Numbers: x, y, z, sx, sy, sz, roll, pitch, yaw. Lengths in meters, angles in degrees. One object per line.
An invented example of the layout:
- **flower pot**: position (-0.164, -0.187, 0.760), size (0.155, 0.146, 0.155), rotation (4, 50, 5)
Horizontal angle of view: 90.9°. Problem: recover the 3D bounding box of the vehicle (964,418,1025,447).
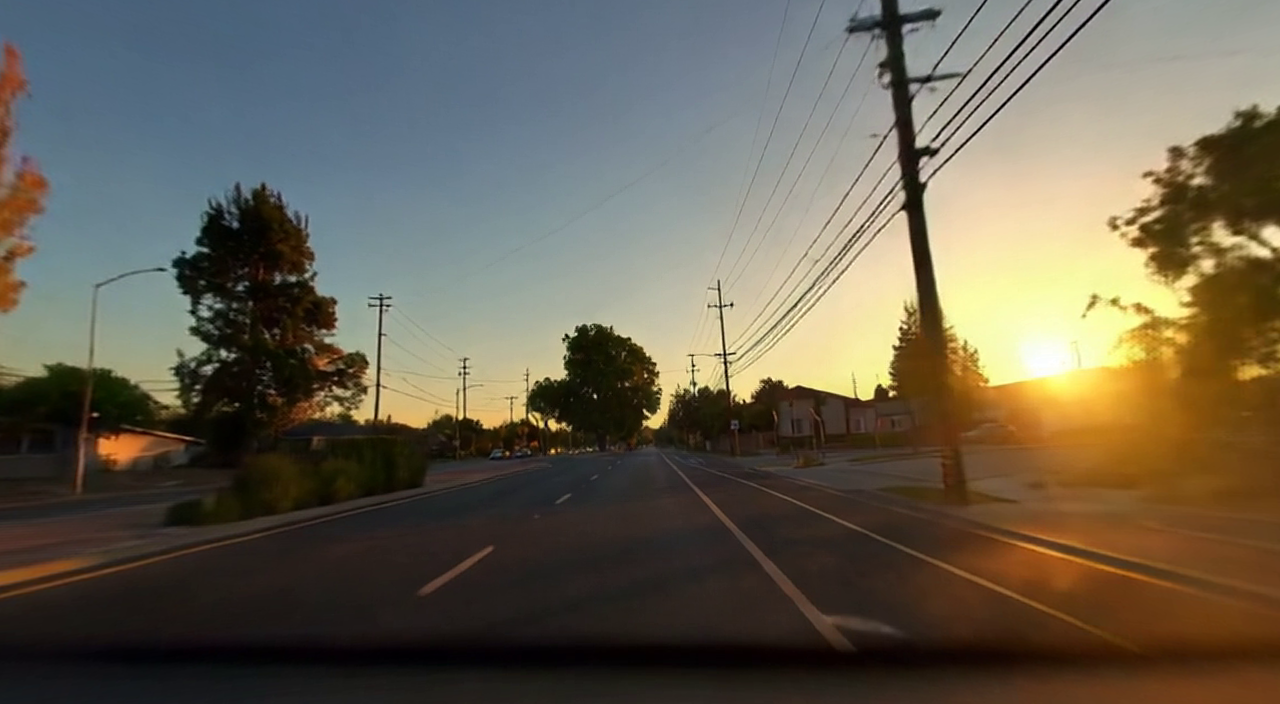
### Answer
- **vehicle**: position (26.663, 6.136, 47.540), size (2.009, 2.044, 4.571), rotation (0, -9, 2)
